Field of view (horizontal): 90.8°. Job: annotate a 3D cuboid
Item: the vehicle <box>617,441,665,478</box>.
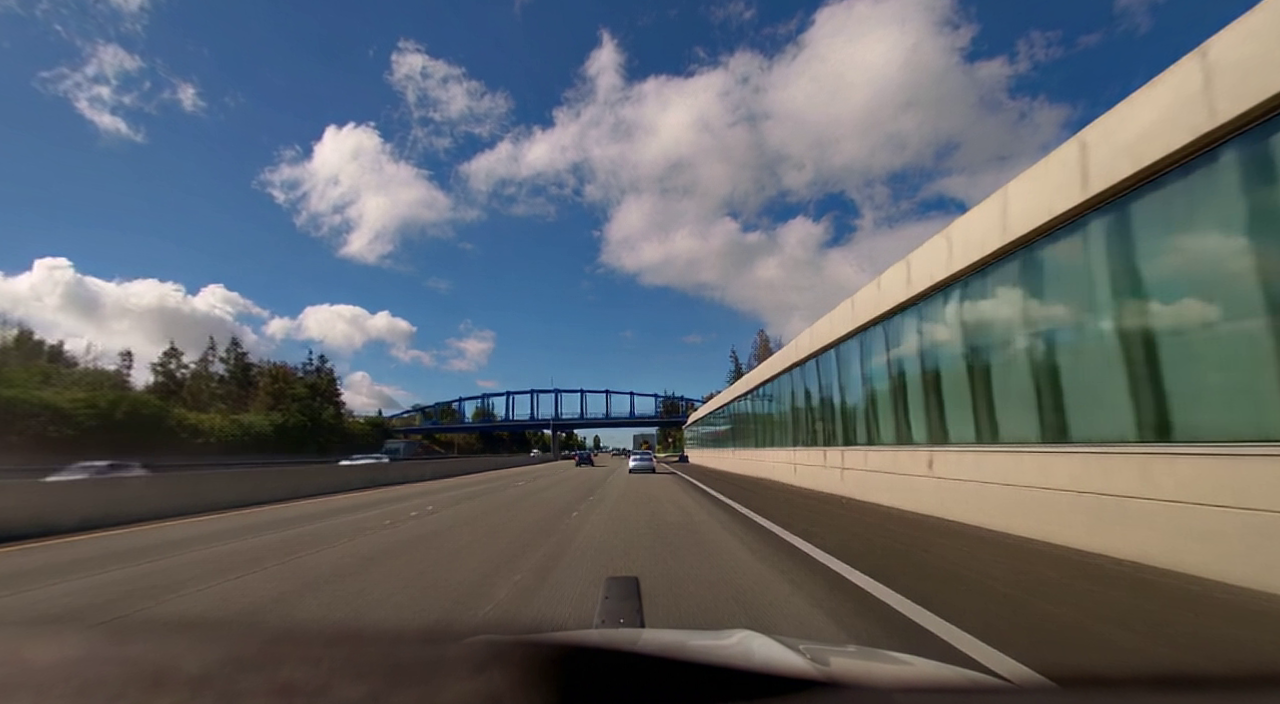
[{"bbox_3d":[0.003,5.518,32.572,2.299,1.716,4.579,0,-9,-1],"label":"vehicle"}]
